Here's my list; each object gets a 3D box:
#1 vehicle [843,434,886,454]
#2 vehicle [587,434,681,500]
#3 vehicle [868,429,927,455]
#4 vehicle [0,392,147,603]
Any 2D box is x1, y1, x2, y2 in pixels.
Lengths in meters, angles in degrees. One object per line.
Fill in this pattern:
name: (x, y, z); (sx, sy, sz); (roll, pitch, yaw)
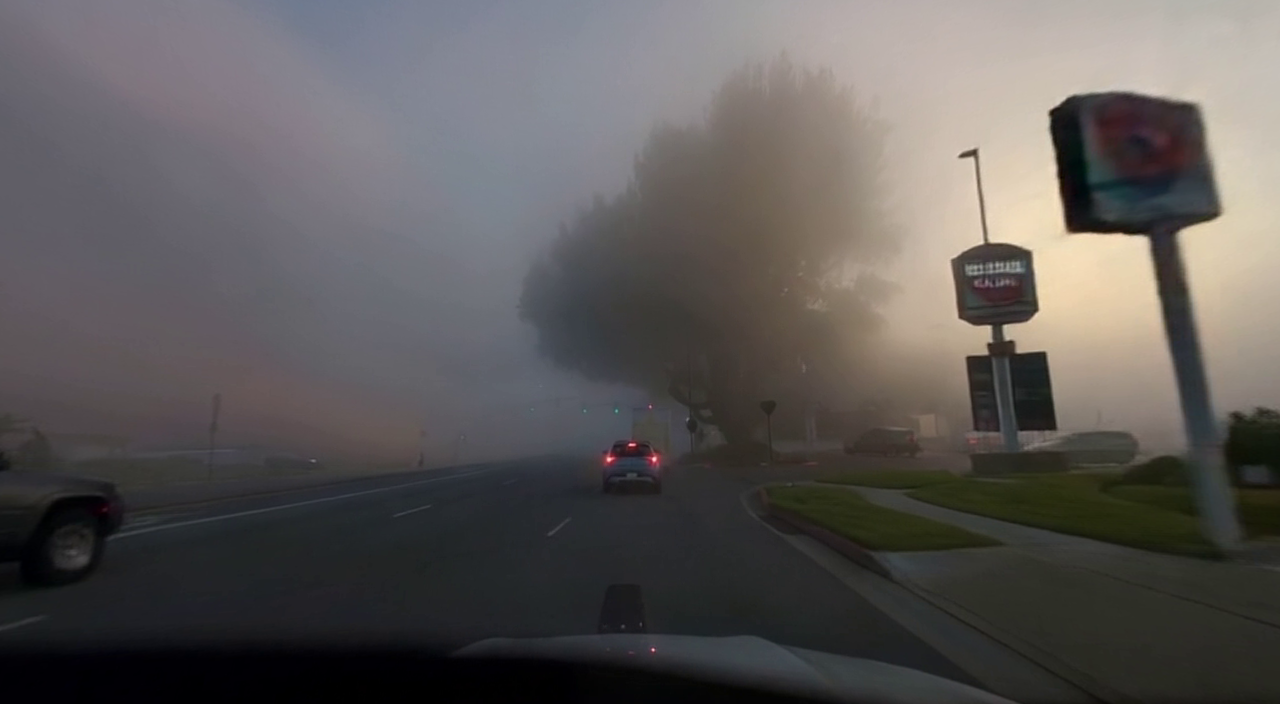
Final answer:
vehicle: (17.225, 7.116, 48.391); (1.902, 1.502, 4.395); (0, -9, 3)
vehicle: (-0.095, 2.974, 16.656); (2.145, 1.483, 4.453); (0, -9, 1)
vehicle: (17.398, 6.139, 42.610); (2.009, 1.630, 4.436); (0, -9, -2)
vehicle: (-6.287, 1.064, 4.346); (2.057, 1.705, 4.394); (0, -9, 1)
